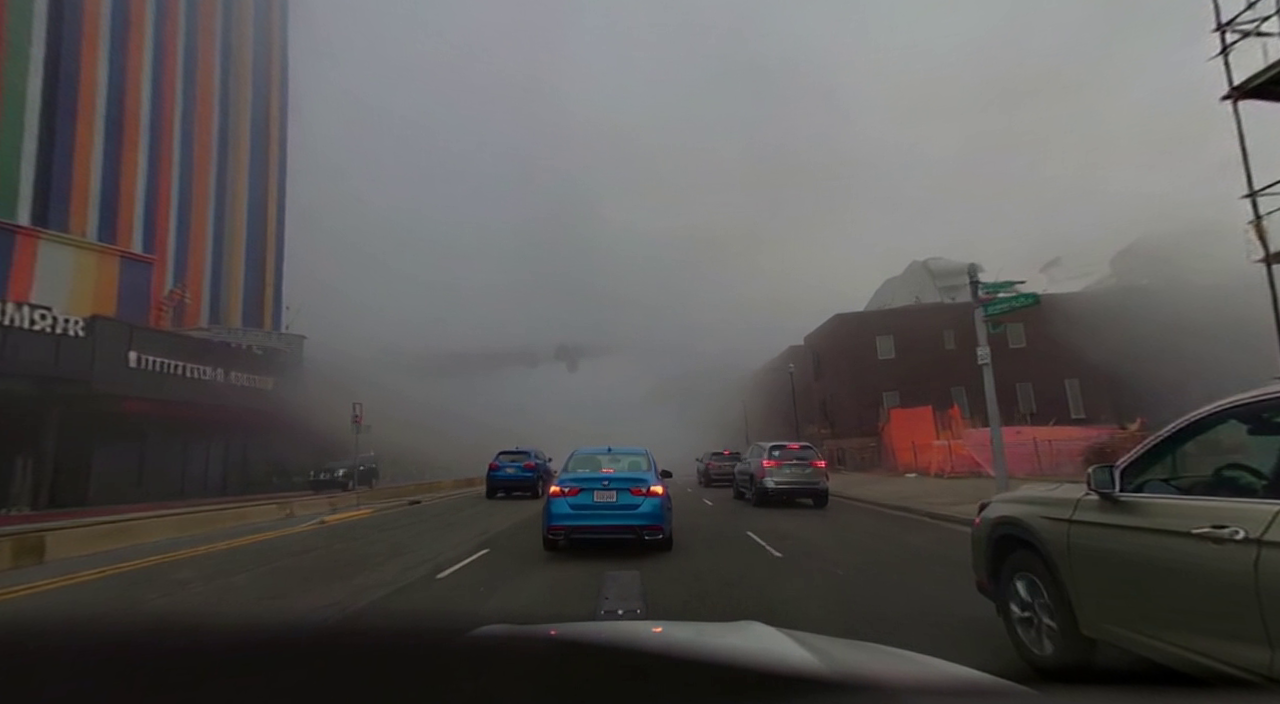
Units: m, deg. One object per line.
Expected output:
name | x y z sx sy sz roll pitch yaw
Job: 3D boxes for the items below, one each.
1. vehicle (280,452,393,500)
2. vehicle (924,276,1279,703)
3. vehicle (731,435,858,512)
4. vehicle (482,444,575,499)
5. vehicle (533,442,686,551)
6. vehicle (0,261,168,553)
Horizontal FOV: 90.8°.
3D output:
vehicle | -12.633 5.162 26.749 2.136 1.764 4.855 -1 -8 4
vehicle | 3.509 0.742 2.661 2.182 1.954 5.341 0 -8 1
vehicle | 4.025 3.238 17.470 2.185 1.797 4.934 0 -8 -1
vehicle | -3.705 4.037 21.823 2.201 1.691 4.305 -1 -8 3
vehicle | -0.363 2.325 10.946 2.131 1.496 4.193 0 -8 2
vehicle | -9.110 0.810 8.480 2.592 3.548 3.414 -2 -9 4
